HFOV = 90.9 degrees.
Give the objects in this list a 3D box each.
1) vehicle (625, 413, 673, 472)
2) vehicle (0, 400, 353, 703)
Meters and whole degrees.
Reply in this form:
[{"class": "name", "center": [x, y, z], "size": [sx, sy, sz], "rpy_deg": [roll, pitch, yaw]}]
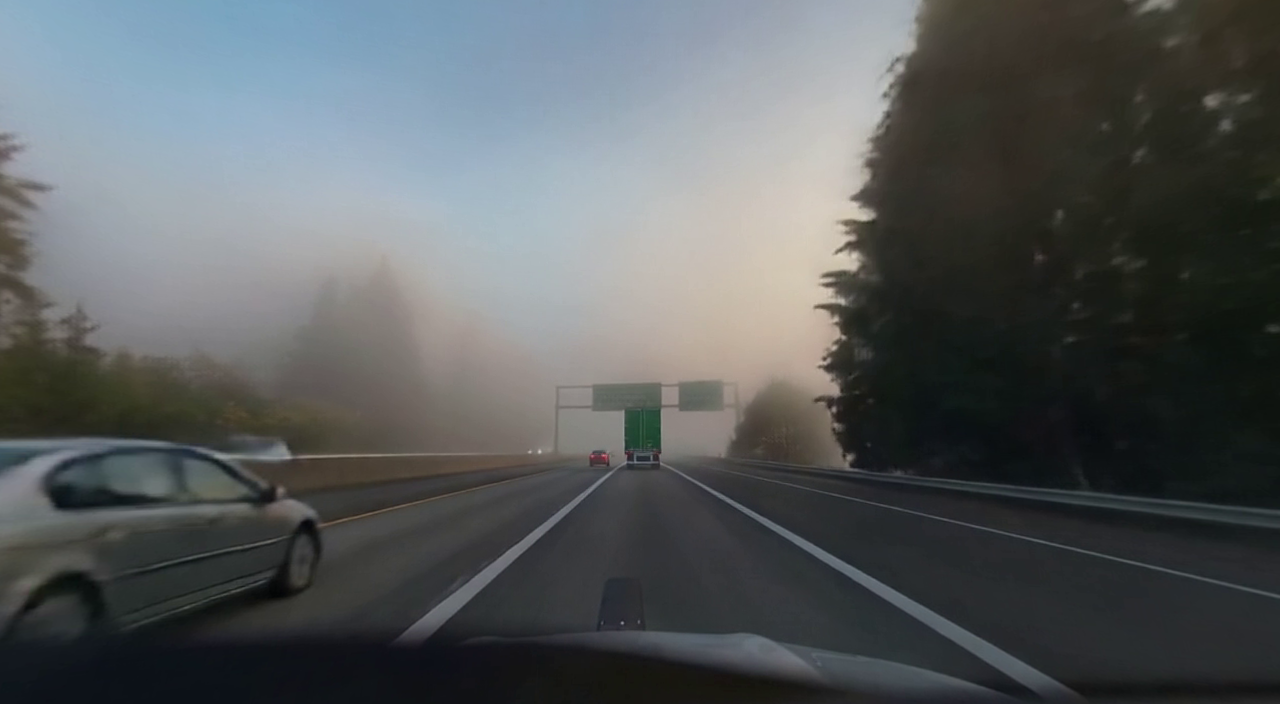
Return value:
[{"class": "vehicle", "center": [0.441, 6.337, 43.727], "size": [2.893, 3.628, 9.081], "rpy_deg": [0, -9, -2]}, {"class": "vehicle", "center": [-3.873, 1.089, 3.472], "size": [2.114, 1.523, 5.110], "rpy_deg": [0, -9, 1]}]
